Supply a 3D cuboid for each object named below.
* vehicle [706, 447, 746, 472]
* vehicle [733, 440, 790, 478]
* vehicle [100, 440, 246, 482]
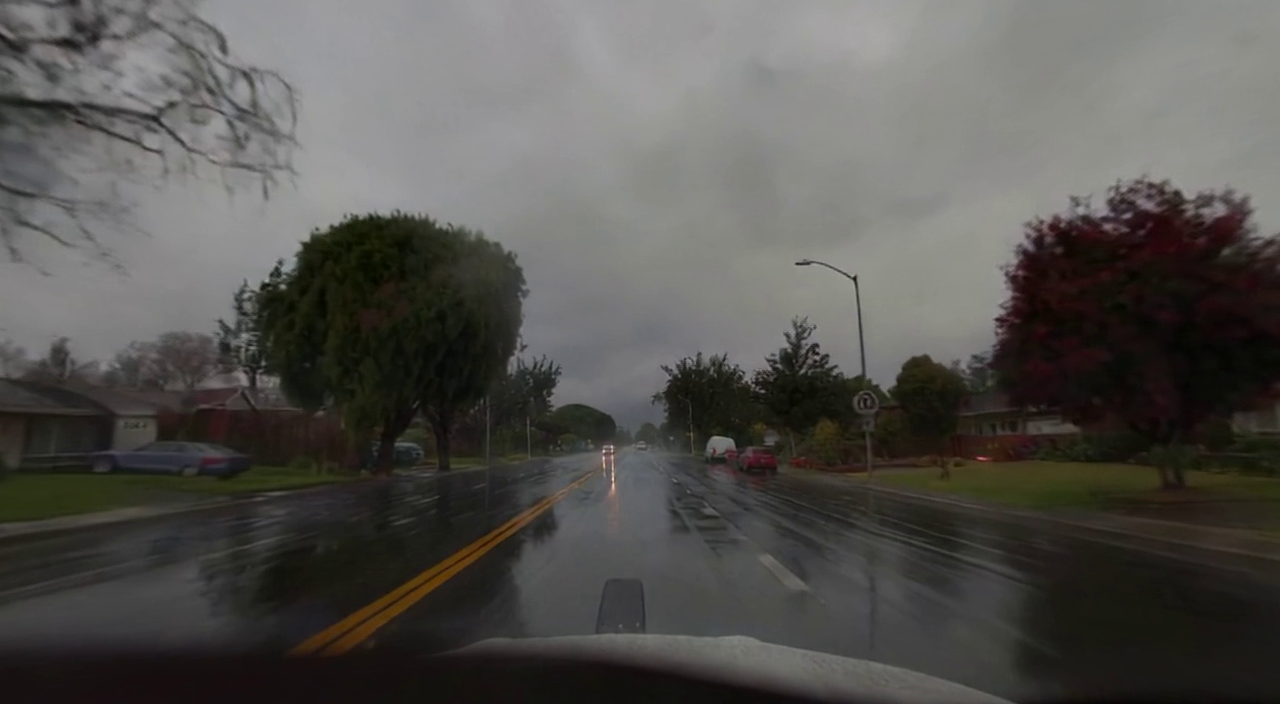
[{"bbox_3d":[6.165,7.796,45.939,2.226,1.682,4.461,0,-8,-1],"label":"vehicle"},{"bbox_3d":[6.456,5.756,34.210,2.099,1.878,4.476,0,-8,-1],"label":"vehicle"},{"bbox_3d":[-19.650,4.590,26.743,4.497,1.674,2.168,-1,-8,3],"label":"vehicle"}]
